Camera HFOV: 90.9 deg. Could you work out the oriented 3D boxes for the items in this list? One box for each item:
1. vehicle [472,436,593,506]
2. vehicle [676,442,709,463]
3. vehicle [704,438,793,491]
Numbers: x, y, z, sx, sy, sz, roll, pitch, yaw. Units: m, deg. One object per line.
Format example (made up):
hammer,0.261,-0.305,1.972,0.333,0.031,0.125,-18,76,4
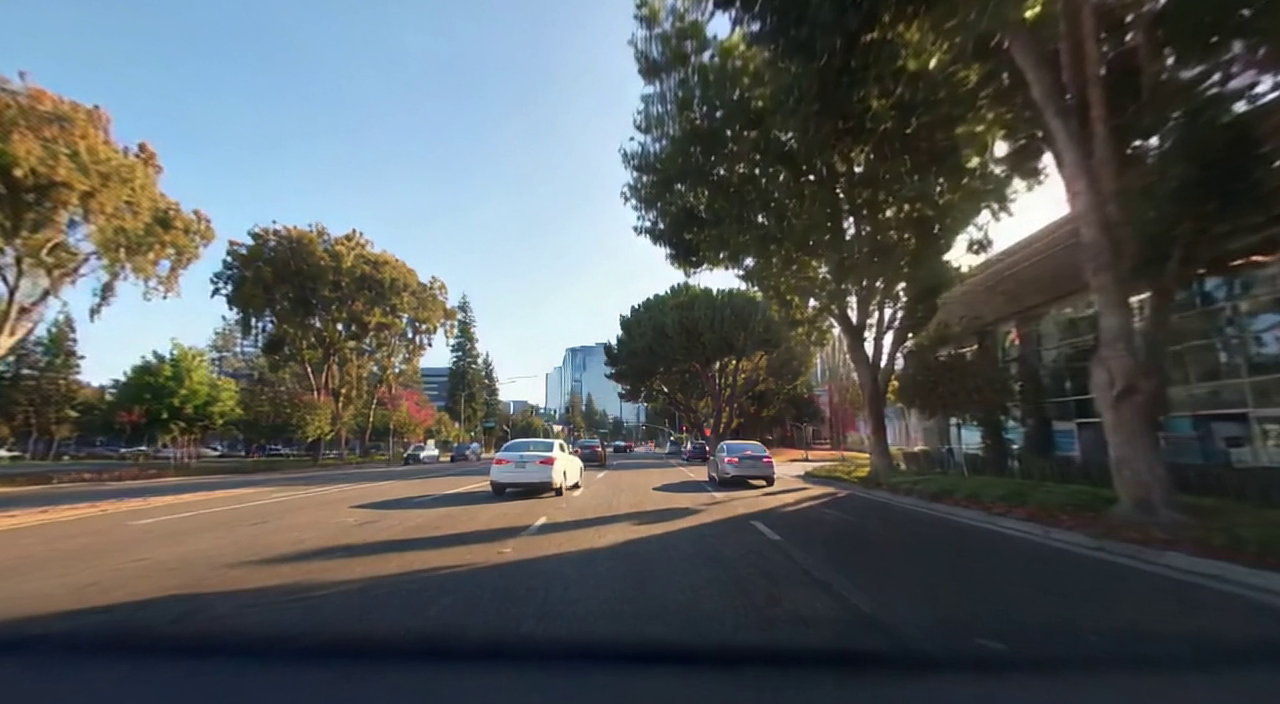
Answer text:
vehicle,-2.404,2.771,15.156,1.971,1.433,3.923,0,-8,4
vehicle,3.781,7.294,45.950,1.913,1.463,4.198,0,-8,-1
vehicle,3.277,3.492,19.951,1.948,1.474,4.360,0,-8,-1
